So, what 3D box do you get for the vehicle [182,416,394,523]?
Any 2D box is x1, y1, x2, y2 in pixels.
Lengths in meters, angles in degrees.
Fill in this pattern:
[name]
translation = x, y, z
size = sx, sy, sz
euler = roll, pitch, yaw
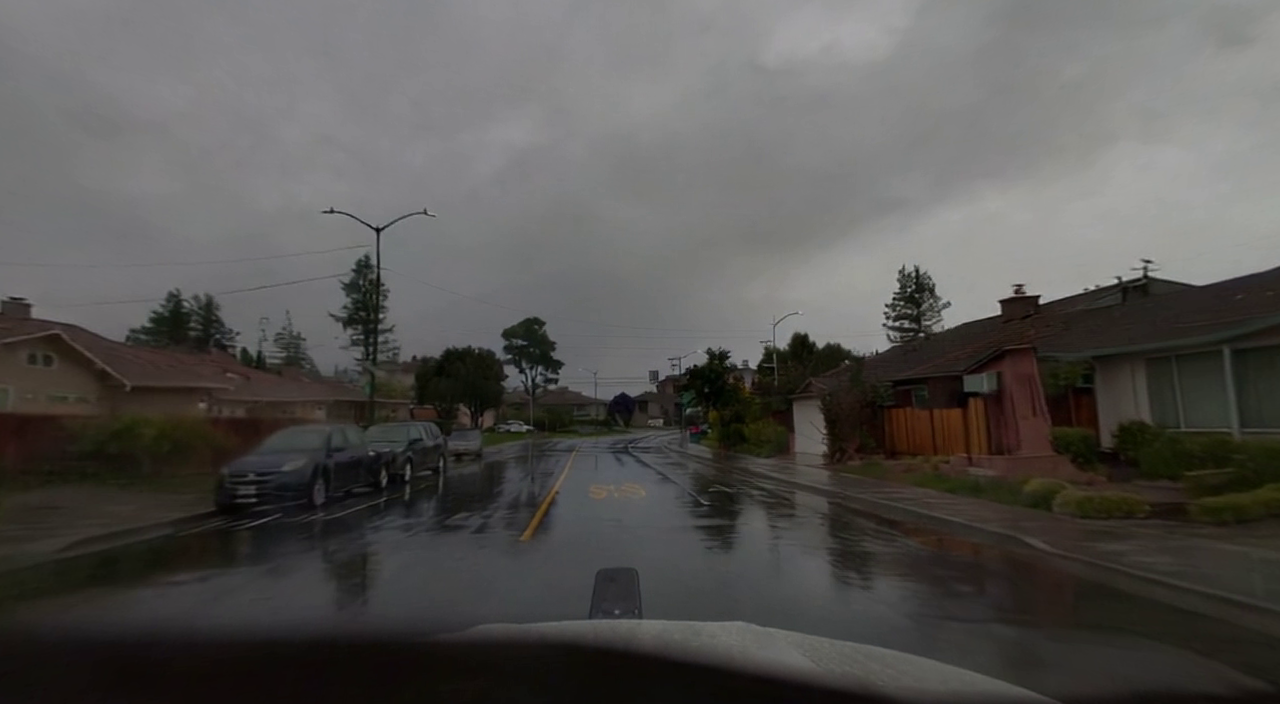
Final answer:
[vehicle]
translation = -6.789, 2.272, 12.827
size = 2.147, 1.780, 4.165
euler = 0, -8, -5
